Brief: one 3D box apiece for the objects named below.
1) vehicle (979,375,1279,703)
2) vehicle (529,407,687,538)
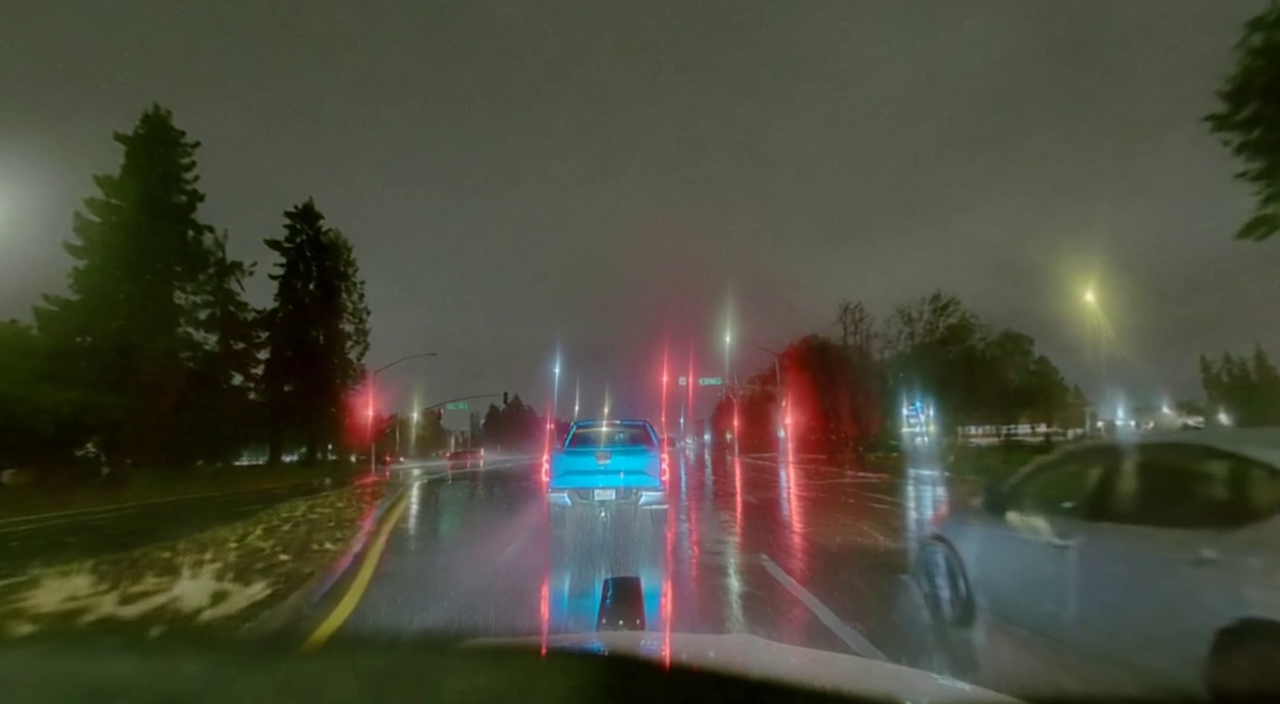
[{"bbox_3d":[2.927,0.722,1.192,2.073,1.484,4.437,0,-8,-1],"label":"vehicle"},{"bbox_3d":[-0.470,1.963,11.036,2.145,1.762,4.731,0,-8,-1],"label":"vehicle"}]
